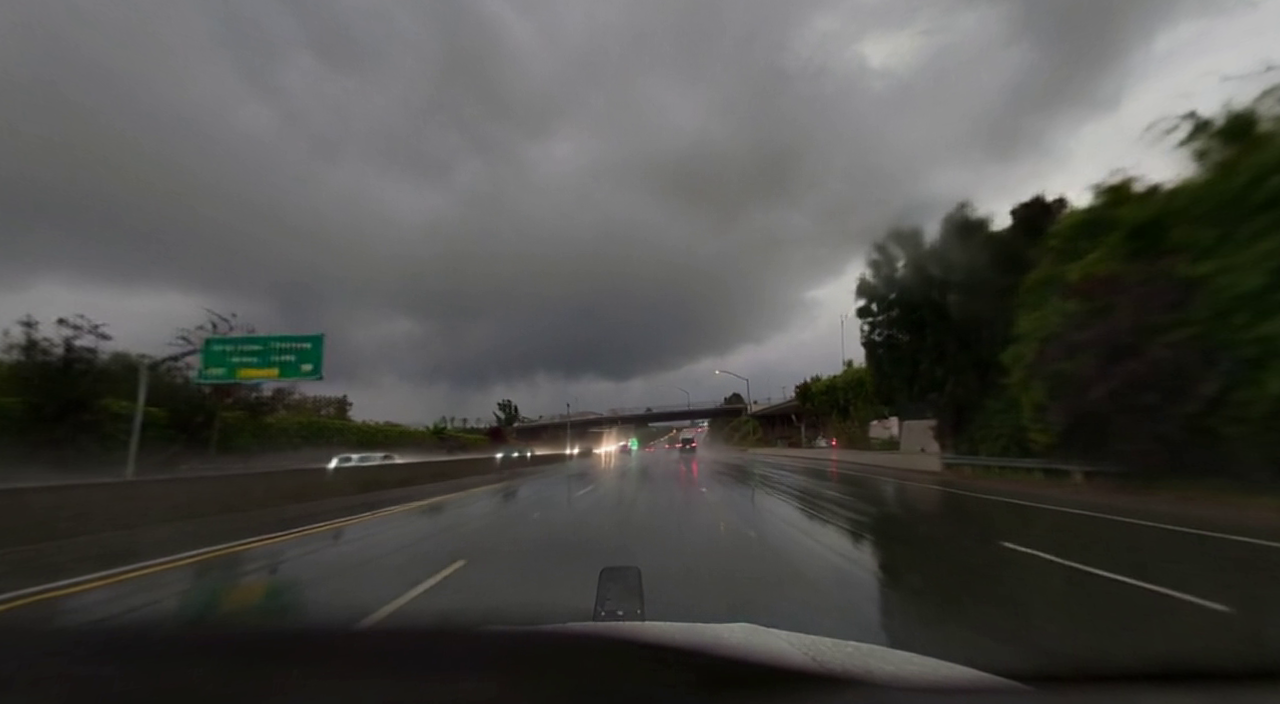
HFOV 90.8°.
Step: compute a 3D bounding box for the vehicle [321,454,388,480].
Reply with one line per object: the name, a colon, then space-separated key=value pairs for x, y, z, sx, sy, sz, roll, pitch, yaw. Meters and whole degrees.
vehicle: x=-18.978 y=7.644 z=42.299 sx=1.861 sy=1.592 sz=5.157 roll=-1 pitch=-8 yaw=3
